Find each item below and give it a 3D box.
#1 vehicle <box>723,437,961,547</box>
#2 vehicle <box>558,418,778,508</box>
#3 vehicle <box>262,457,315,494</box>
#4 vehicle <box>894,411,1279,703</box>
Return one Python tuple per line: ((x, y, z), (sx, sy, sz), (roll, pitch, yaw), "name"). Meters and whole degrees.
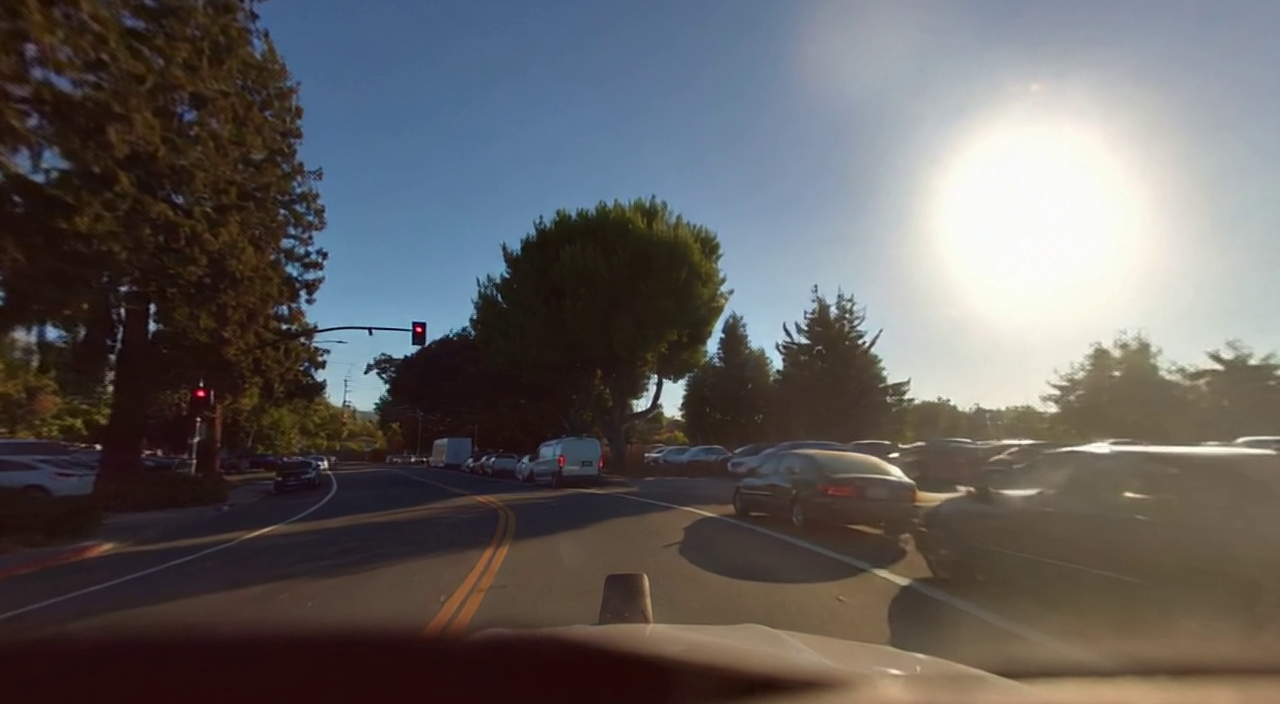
((3.137, 2.290, 11.042), (1.957, 1.479, 4.554), (2, -9, -11), "vehicle")
((0.184, 3.609, 20.907), (3.041, 2.164, 10.370), (2, -10, -23), "vehicle")
((-16.299, 5.669, 29.266), (1.950, 1.489, 4.214), (3, -10, -28), "vehicle")
((3.928, 1.285, 4.719), (1.961, 1.456, 4.569), (0, -9, -3), "vehicle")
